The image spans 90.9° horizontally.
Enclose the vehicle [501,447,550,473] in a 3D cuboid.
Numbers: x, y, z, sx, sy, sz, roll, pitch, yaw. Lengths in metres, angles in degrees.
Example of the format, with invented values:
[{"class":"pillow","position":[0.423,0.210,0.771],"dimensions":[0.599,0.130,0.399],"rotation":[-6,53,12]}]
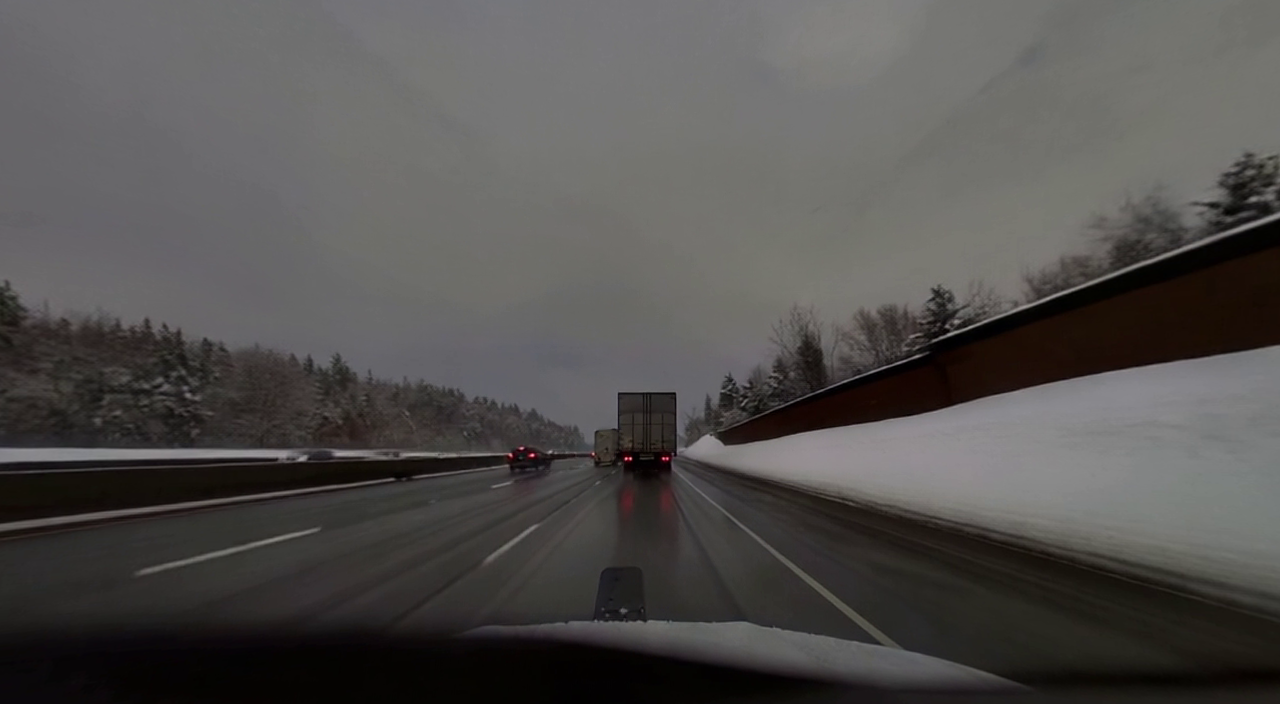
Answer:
[{"class":"vehicle","position":[-7.093,6.749,39.607],"dimensions":[1.998,1.529,4.850],"rotation":[0,-9,2]}]

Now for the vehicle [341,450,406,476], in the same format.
[{"class":"vehicle","position":[-16.465,6.849,39.237],"dimensions":[1.876,1.520,4.773],"rotation":[0,-9,1]}]

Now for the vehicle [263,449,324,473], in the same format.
[{"class":"vehicle","position":[-24.258,7.612,44.231],"dimensions":[1.874,1.538,4.045],"rotation":[0,-9,2]}]

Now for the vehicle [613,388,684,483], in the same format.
[{"class":"vehicle","position":[0.416,4.383,32.471],"dimensions":[2.997,4.069,10.871],"rotation":[0,-9,1]}]
